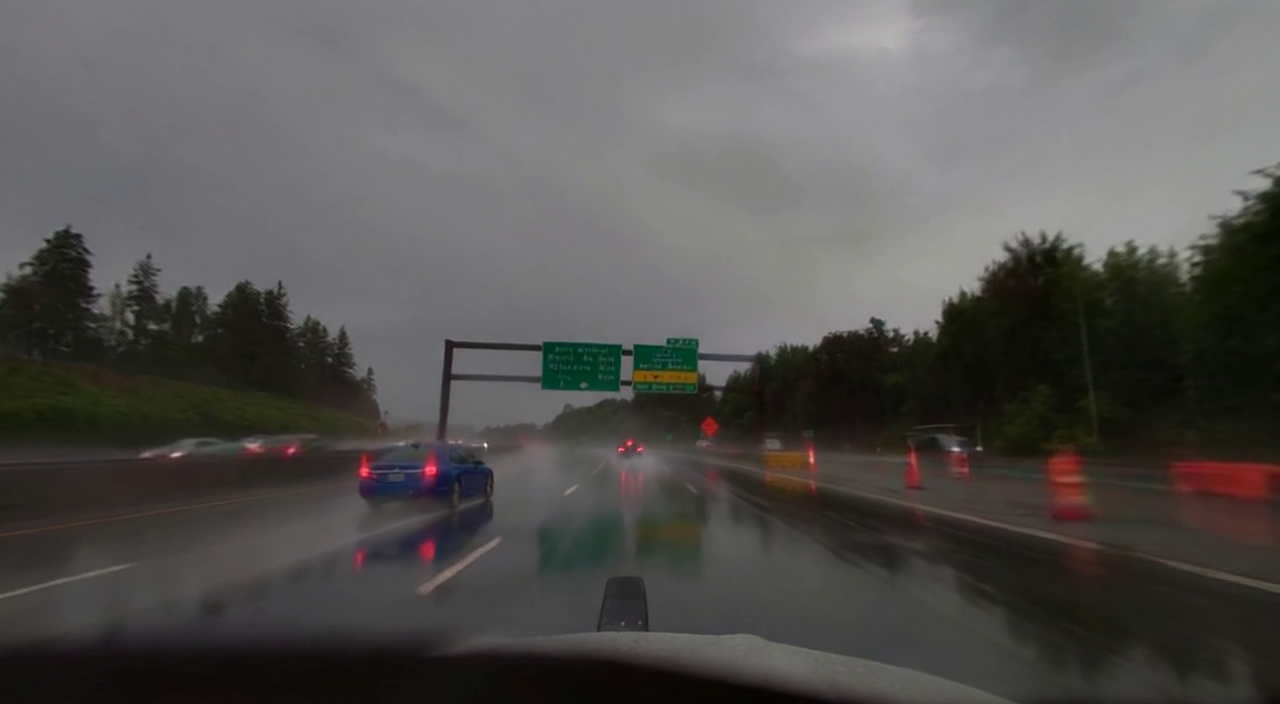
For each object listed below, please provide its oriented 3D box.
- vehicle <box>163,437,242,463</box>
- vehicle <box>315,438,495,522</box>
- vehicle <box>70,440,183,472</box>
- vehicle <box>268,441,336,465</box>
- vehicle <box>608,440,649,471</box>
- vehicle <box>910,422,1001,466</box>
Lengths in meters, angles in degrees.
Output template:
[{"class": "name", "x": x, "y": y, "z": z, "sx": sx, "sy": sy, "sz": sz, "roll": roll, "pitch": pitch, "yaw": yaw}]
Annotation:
[{"class": "vehicle", "x": -29.562, "y": 6.630, "z": 42.596, "sx": 1.918, "sy": 1.628, "sz": 4.921, "roll": 0, "pitch": -8, "yaw": -2}, {"class": "vehicle", "x": -4.529, "y": 2.511, "z": 12.963, "sx": 2.001, "sy": 1.415, "sz": 4.360, "roll": 0, "pitch": -8, "yaw": 0}, {"class": "vehicle", "x": -25.541, "y": 5.178, "z": 31.472, "sx": 1.907, "sy": 1.471, "sz": 4.577, "roll": 0, "pitch": -8, "yaw": -1}, {"class": "vehicle", "x": -21.824, "y": 6.519, "z": 40.774, "sx": 1.898, "sy": 1.461, "sz": 4.663, "roll": 0, "pitch": -8, "yaw": -2}, {"class": "vehicle", "x": -0.630, "y": 5.253, "z": 32.079, "sx": 1.963, "sy": 1.462, "sz": 4.681, "roll": 0, "pitch": -8, "yaw": -2}, {"class": "vehicle", "x": 20.757, "y": 6.123, "z": 41.832, "sx": 2.728, "sy": 2.610, "sz": 7.309, "roll": -1, "pitch": -8, "yaw": 4}]
